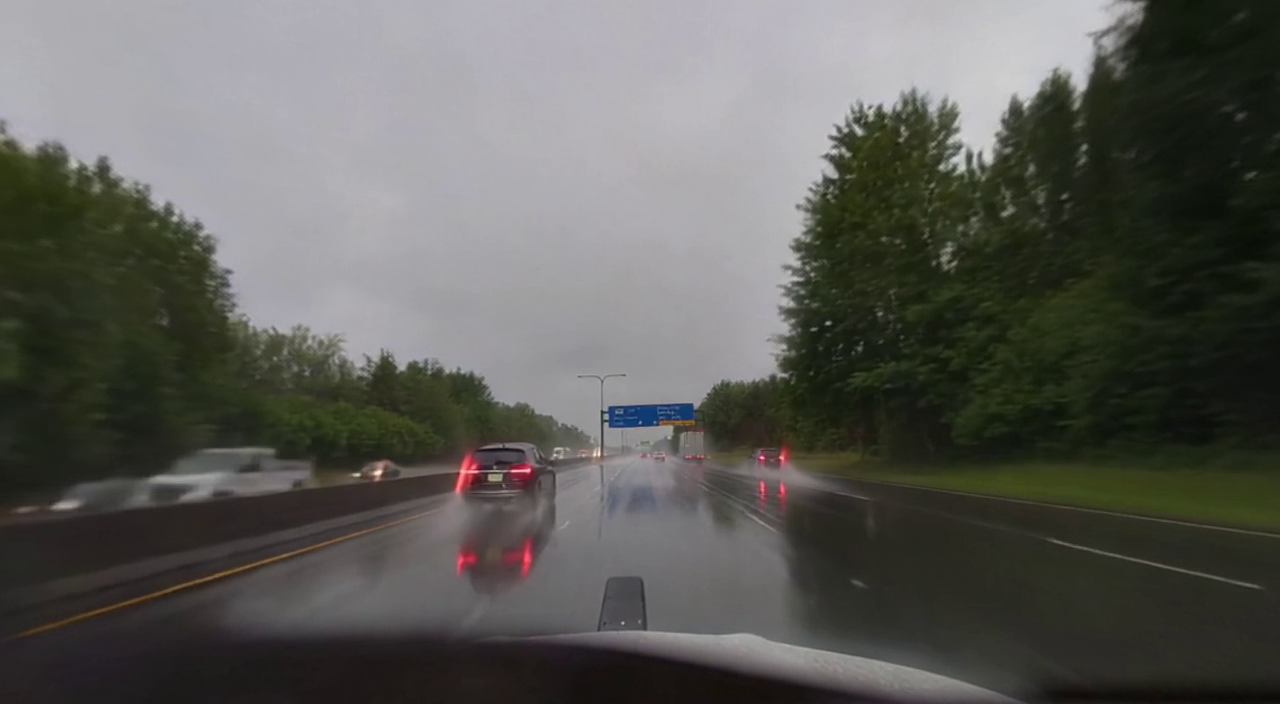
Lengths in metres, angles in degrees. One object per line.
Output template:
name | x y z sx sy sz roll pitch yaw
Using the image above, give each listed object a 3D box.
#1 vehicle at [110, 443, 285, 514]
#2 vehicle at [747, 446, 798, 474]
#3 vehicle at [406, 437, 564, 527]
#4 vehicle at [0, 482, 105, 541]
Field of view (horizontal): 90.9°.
vehicle | -15.038 4.272 21.926 2.276 2.132 5.070 0 -9 1
vehicle | 7.647 6.280 36.866 1.943 1.493 4.507 0 -9 -1
vehicle | -3.004 2.642 13.352 2.191 1.563 4.318 0 -9 1
vehicle | -19.543 4.973 19.947 1.982 1.508 3.669 0 -9 -1
